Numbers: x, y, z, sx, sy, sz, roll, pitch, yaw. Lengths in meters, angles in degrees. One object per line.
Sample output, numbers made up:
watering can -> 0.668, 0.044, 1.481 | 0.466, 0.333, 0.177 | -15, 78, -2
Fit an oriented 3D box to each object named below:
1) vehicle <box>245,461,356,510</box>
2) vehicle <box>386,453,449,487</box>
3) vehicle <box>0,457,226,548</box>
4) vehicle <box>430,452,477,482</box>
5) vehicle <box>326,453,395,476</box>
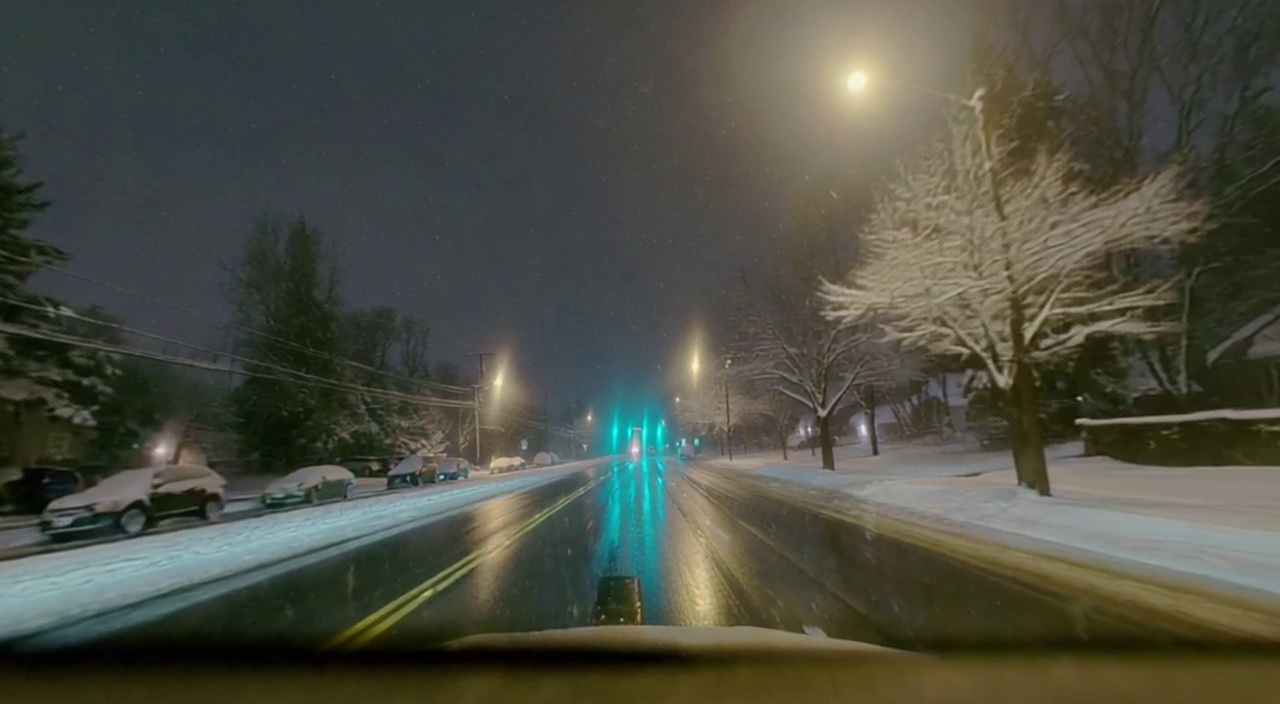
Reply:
vehicle -> -12.768, 5.006, 24.115 | 1.833, 1.464, 4.292 | -4, -8, 1
vehicle -> -12.698, 6.718, 36.370 | 1.882, 1.775, 4.904 | 0, -9, 0
vehicle -> -12.921, 3.599, 15.817 | 2.086, 1.720, 4.499 | -3, -8, 0
vehicle -> -12.400, 7.638, 42.165 | 1.882, 1.727, 3.945 | -4, -8, 1
vehicle -> -21.428, 8.636, 48.535 | 4.284, 1.621, 1.938 | 0, -9, 1
